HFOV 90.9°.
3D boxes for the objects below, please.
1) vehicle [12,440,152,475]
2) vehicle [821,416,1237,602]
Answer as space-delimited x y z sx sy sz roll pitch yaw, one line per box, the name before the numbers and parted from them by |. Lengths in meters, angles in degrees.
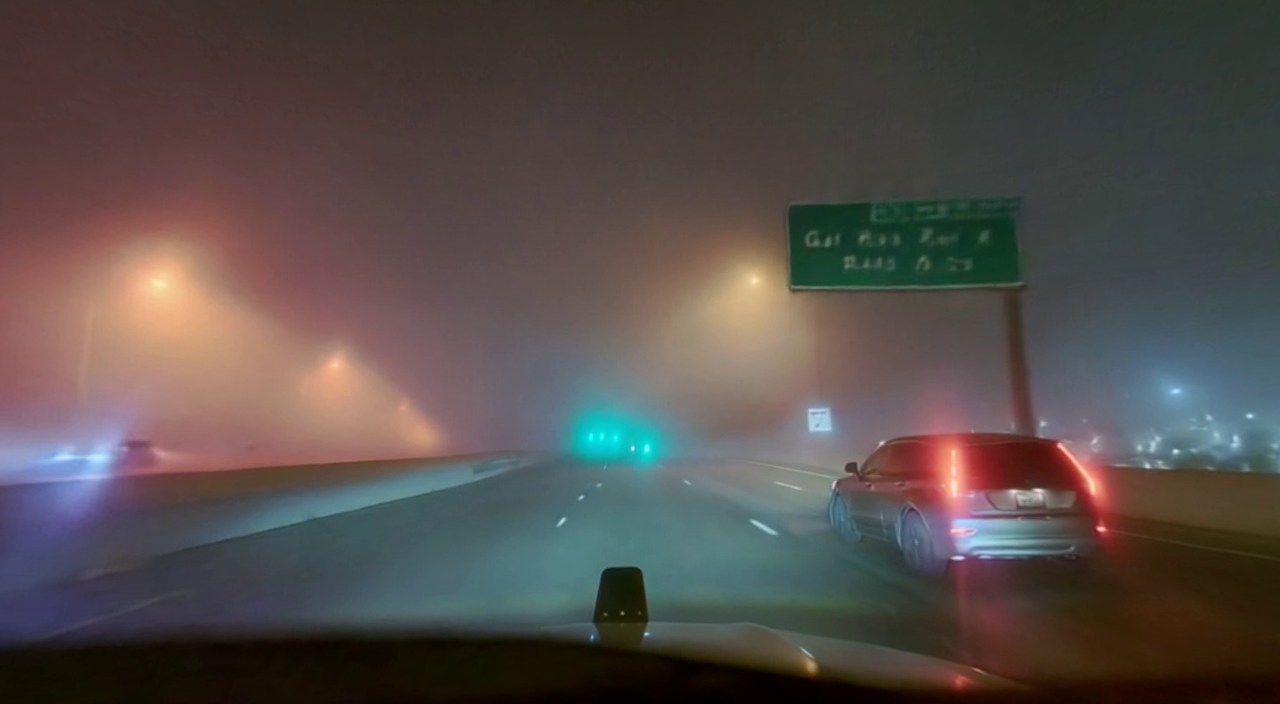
vehicle | -25.585 4.837 29.203 2.158 1.466 4.639 0 -9 1
vehicle | 4.028 1.703 7.818 2.104 1.575 4.698 0 -9 -1
